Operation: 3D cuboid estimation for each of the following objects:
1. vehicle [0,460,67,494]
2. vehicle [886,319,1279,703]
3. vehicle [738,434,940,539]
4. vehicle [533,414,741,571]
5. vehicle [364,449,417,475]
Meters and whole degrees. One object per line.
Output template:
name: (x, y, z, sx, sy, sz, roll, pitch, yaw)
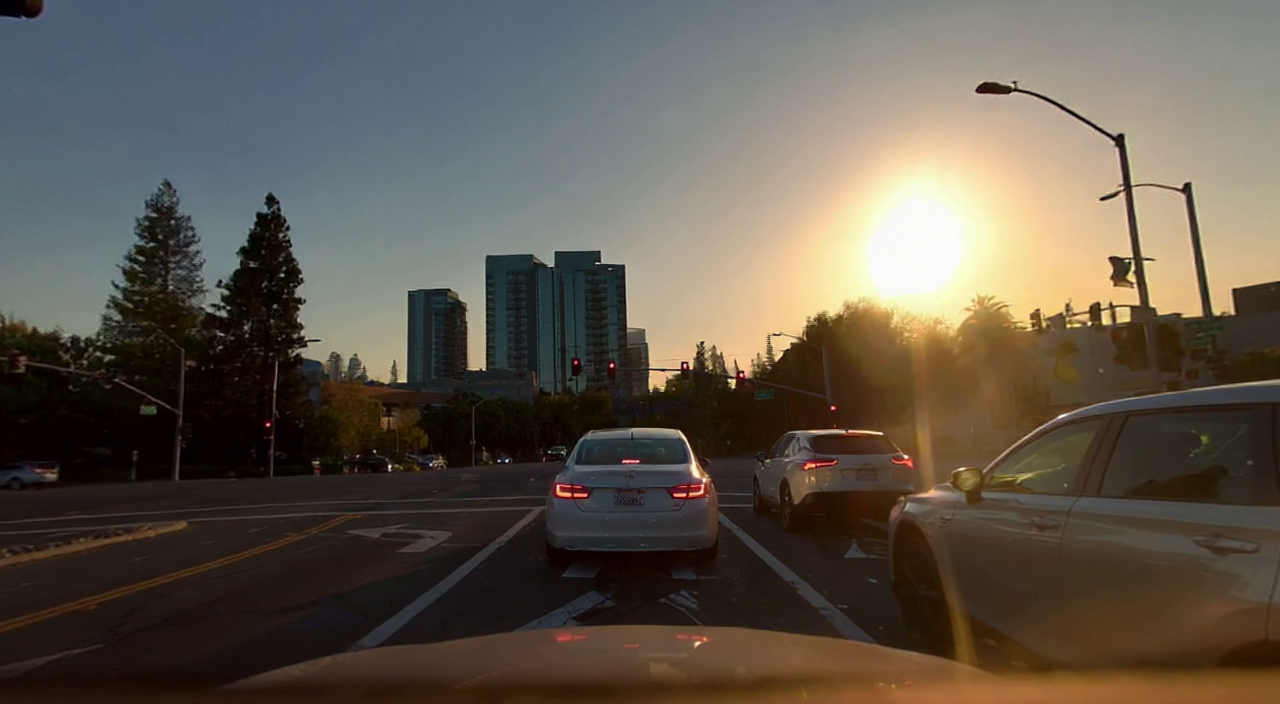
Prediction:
vehicle: (-36.821, 7.298, 37.103, 4.448, 1.837, 2.021, -1, -9, 4)
vehicle: (2.991, 0.869, 2.660, 2.103, 1.701, 4.294, 0, -8, -1)
vehicle: (3.147, 2.220, 11.138, 2.001, 1.463, 4.398, 0, -8, -2)
vehicle: (-0.081, 1.780, 8.747, 2.188, 1.637, 4.027, 0, -8, -1)
vehicle: (-18.747, 8.260, 47.655, 2.026, 1.836, 4.726, 0, -8, 0)
